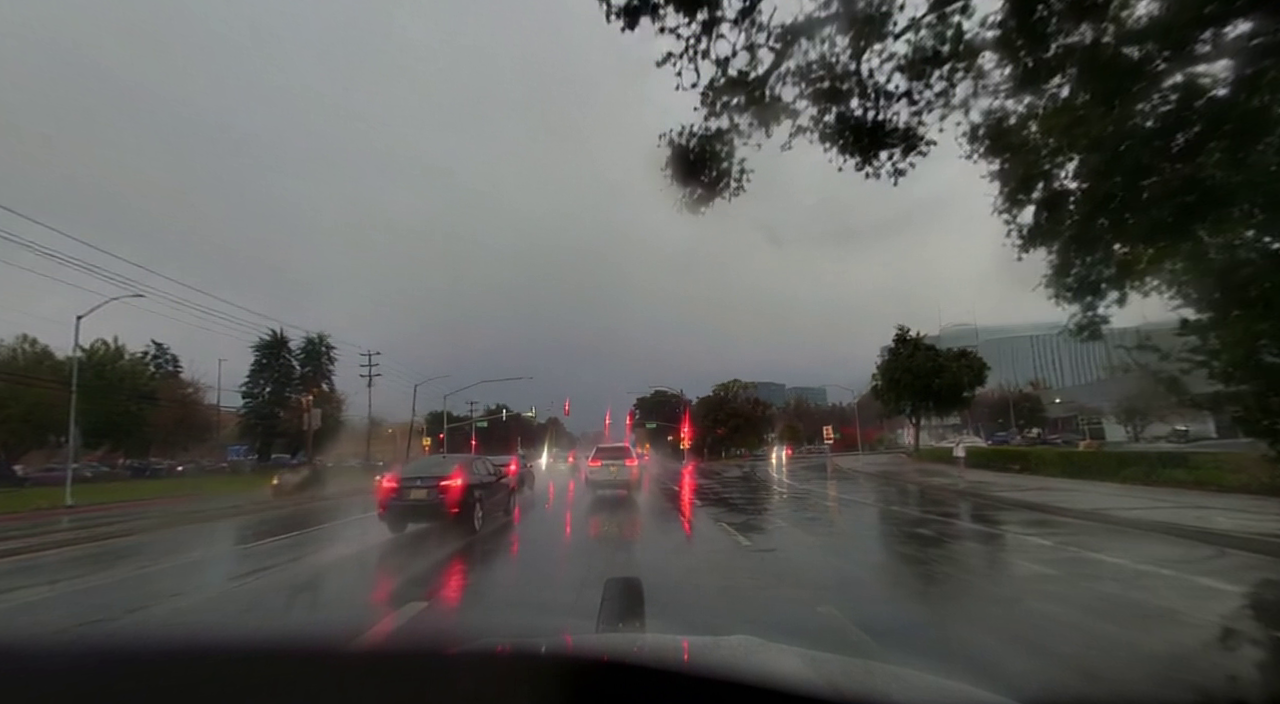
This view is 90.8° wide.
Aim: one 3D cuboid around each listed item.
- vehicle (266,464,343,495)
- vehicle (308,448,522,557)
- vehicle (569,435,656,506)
[{"bbox_3d":[-18.579,7.084,35.259,1.872,1.468,4.316,0,-8,1],"label":"vehicle"},{"bbox_3d":[-3.529,2.425,10.969,2.064,1.464,4.373,0,-8,1],"label":"vehicle"},{"bbox_3d":[-0.743,3.433,18.710,2.276,1.850,3.897,0,-8,-1],"label":"vehicle"}]
